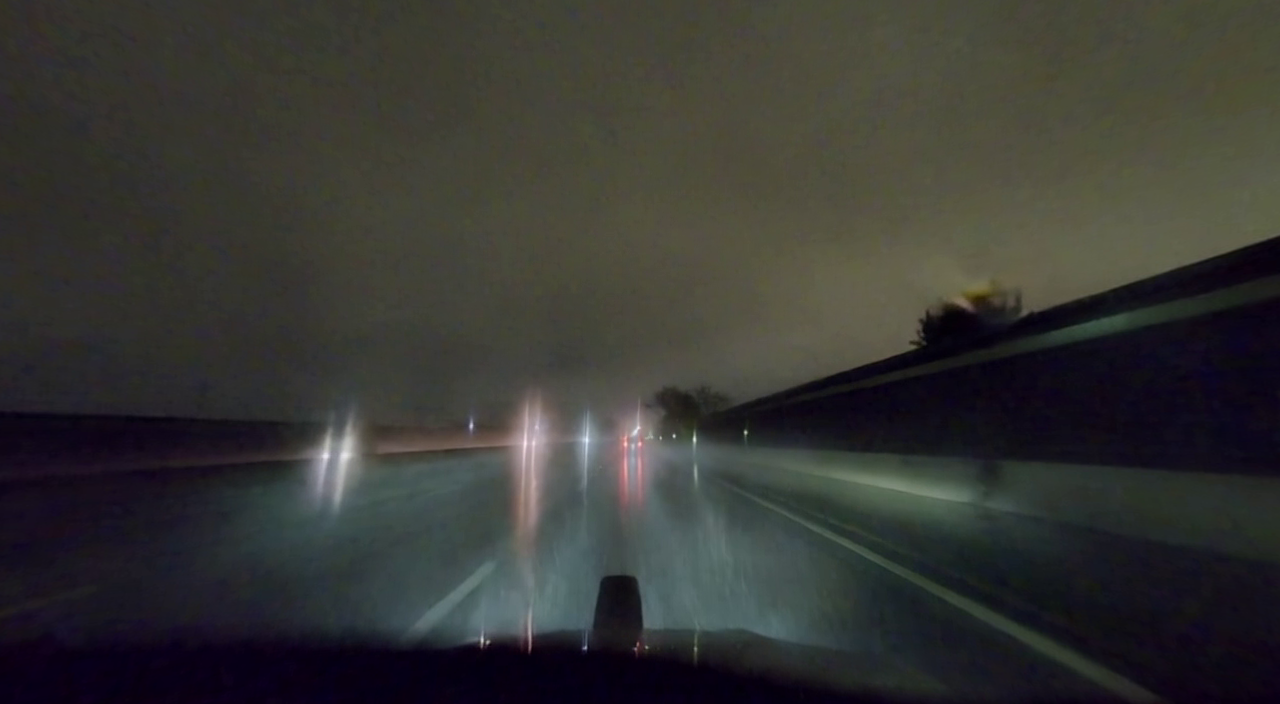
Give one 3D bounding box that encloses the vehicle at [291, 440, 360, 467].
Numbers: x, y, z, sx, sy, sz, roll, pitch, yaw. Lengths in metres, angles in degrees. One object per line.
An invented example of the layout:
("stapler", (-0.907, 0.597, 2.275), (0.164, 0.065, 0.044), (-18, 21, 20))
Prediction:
("vehicle", (-19.272, 6.214, 38.818), (1.920, 1.541, 4.610), (0, -8, -1))
